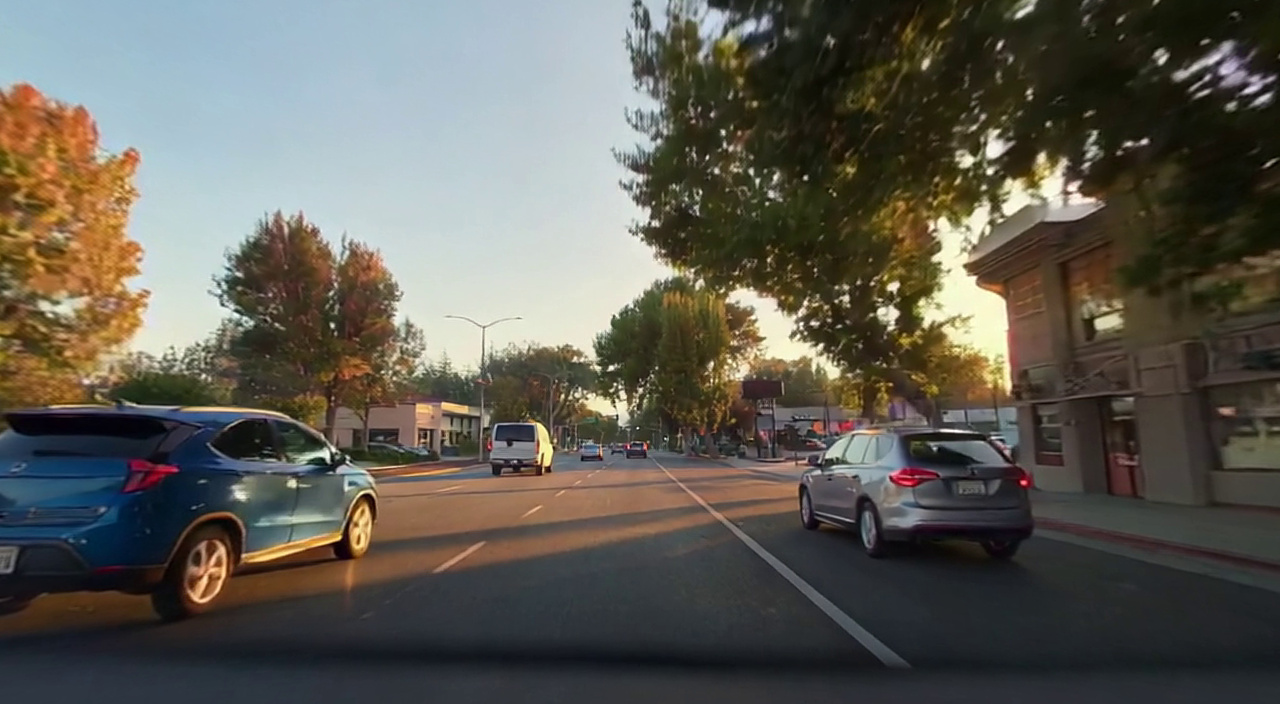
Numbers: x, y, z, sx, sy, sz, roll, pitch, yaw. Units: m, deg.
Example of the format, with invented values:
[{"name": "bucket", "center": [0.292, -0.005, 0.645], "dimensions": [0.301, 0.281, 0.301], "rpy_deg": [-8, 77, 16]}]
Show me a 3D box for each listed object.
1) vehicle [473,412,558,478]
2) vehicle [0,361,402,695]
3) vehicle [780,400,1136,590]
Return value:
[{"name": "vehicle", "center": [-5.382, 4.201, 28.360], "dimensions": [2.863, 2.592, 6.410], "rpy_deg": [1, -9, -3]}, {"name": "vehicle", "center": [-3.968, 1.234, 5.528], "dimensions": [2.038, 1.748, 4.303], "rpy_deg": [0, -9, 0]}, {"name": "vehicle", "center": [3.581, 1.723, 8.481], "dimensions": [2.167, 1.792, 4.835], "rpy_deg": [0, -9, -1]}]
